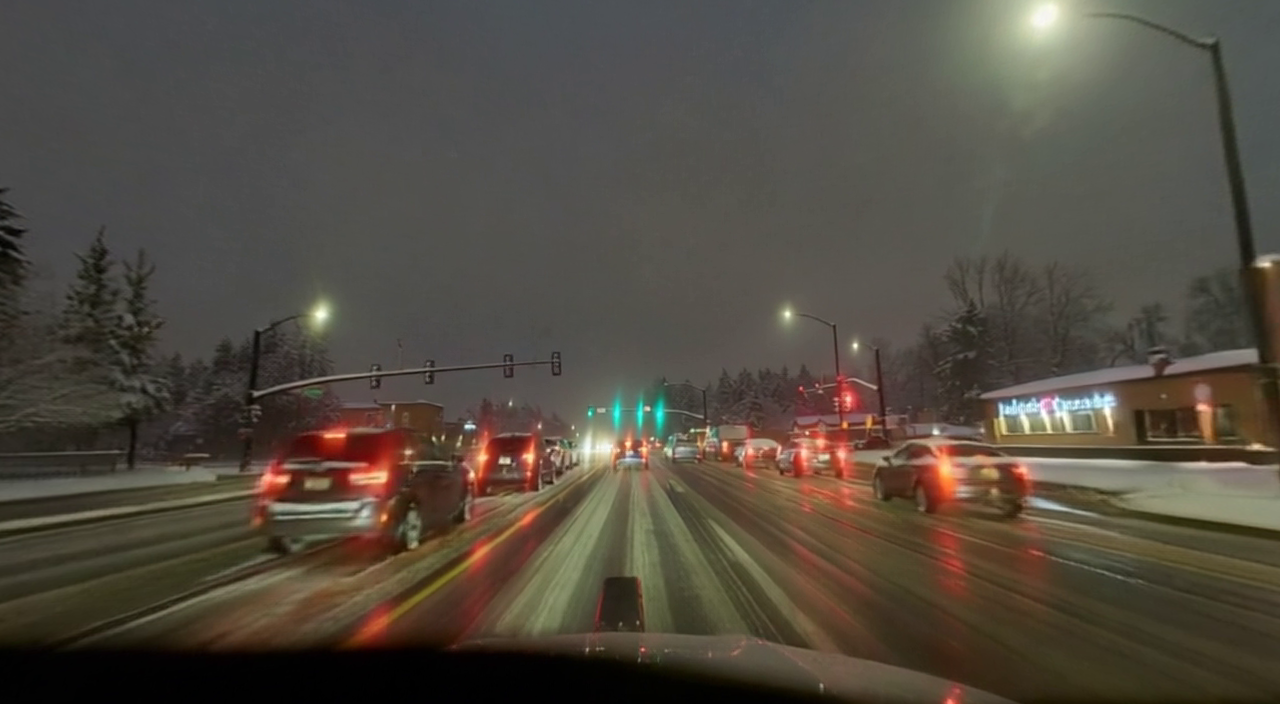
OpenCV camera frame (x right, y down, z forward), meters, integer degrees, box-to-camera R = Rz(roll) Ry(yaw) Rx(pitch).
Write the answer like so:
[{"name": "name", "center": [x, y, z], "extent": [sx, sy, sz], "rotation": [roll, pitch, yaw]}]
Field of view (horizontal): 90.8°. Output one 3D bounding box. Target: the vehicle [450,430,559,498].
[{"name": "vehicle", "center": [-3.561, 3.031, 17.492], "extent": [2.063, 1.625, 4.290], "rotation": [0, -8, 0]}]

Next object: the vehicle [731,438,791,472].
[{"name": "vehicle", "center": [5.832, 5.009, 30.995], "extent": [1.884, 1.522, 4.557], "rotation": [0, -8, -2]}]

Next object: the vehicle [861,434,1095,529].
[{"name": "vehicle", "center": [6.070, 2.358, 12.154], "extent": [2.017, 1.453, 4.497], "rotation": [0, -8, 0]}]

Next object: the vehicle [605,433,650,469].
[{"name": "vehicle", "center": [-0.646, 5.262, 33.659], "extent": [2.261, 1.741, 4.255], "rotation": [0, -8, -1]}]

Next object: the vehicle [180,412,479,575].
[{"name": "vehicle", "center": [-3.651, 1.725, 8.423], "extent": [1.934, 1.624, 3.964], "rotation": [0, -8, 0]}]

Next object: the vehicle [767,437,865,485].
[{"name": "vehicle", "center": [5.972, 3.744, 22.054], "extent": [1.969, 1.502, 4.663], "rotation": [0, -8, -1]}]

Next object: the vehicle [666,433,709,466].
[{"name": "vehicle", "center": [2.679, 5.622, 36.617], "extent": [2.018, 1.779, 4.338], "rotation": [0, -8, -2]}]
